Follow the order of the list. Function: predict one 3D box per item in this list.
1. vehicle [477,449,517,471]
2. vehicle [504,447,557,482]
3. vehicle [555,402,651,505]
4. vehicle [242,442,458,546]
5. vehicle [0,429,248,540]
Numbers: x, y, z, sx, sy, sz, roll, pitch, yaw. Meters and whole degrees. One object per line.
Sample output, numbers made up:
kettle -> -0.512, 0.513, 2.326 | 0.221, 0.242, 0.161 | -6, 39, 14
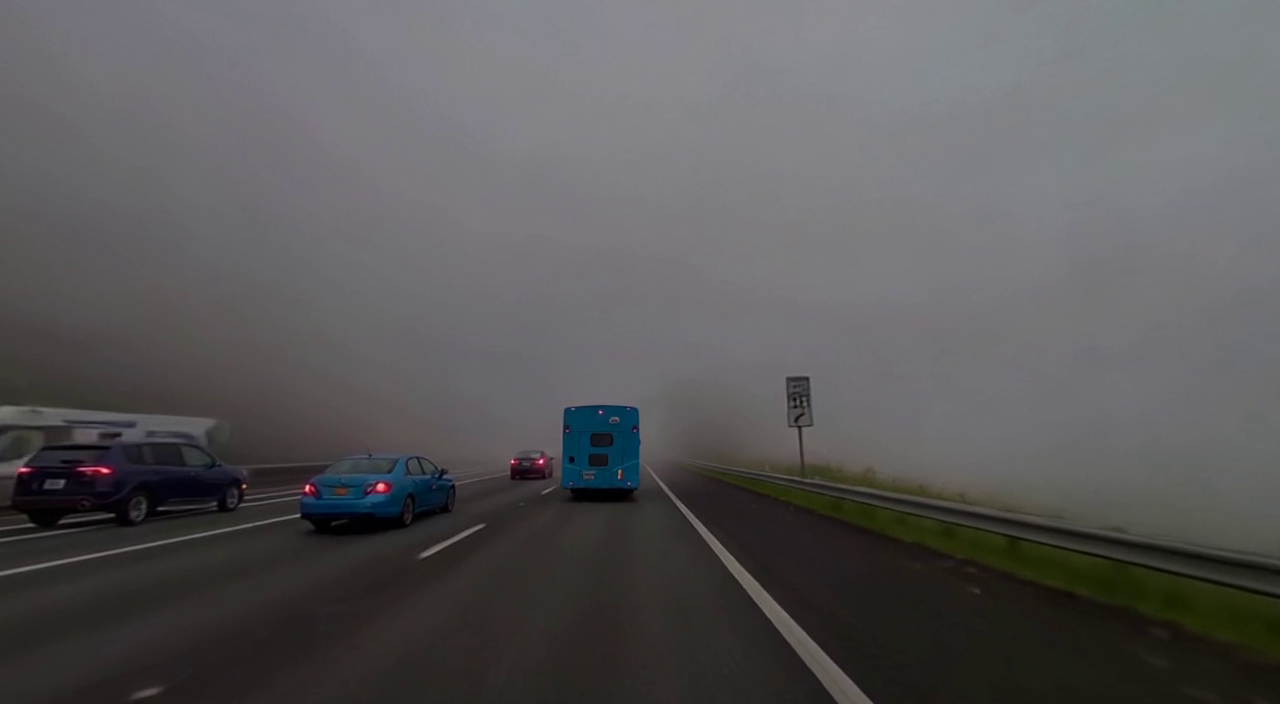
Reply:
vehicle -> -10.095, 7.643, 44.568 | 1.886, 1.462, 4.084 | 0, -9, -1
vehicle -> -5.038, 5.195, 29.256 | 1.872, 1.480, 3.545 | 0, -9, -1
vehicle -> -0.957, 2.965, 18.510 | 2.394, 2.556, 5.232 | 0, -9, -1
vehicle -> -4.700, 2.322, 10.972 | 1.876, 1.438, 4.072 | 0, -9, -1
vehicle -> -9.567, 2.306, 11.499 | 2.010, 1.621, 4.252 | 0, -9, 0
